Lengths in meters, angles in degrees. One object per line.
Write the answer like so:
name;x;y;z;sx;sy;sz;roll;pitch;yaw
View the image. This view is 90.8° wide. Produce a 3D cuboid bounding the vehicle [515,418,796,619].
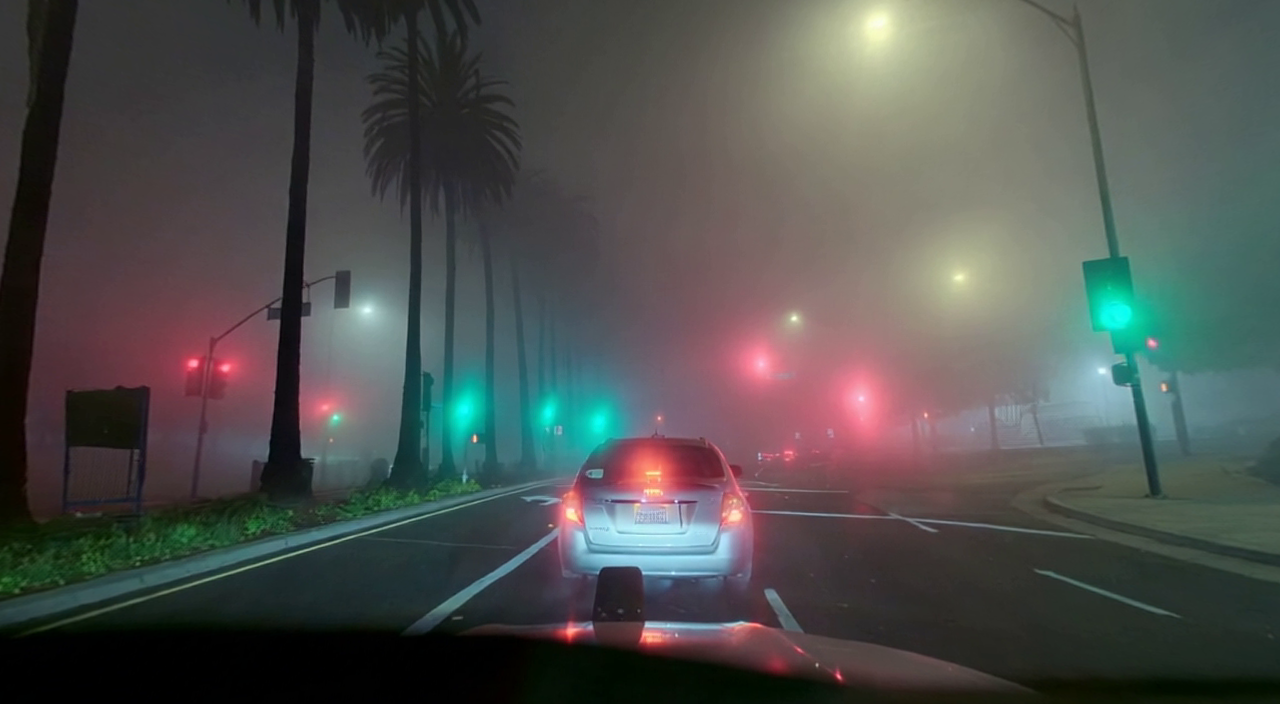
vehicle;0.143;1.556;6.840;2.096;1.492;4.071;0;-9;1
